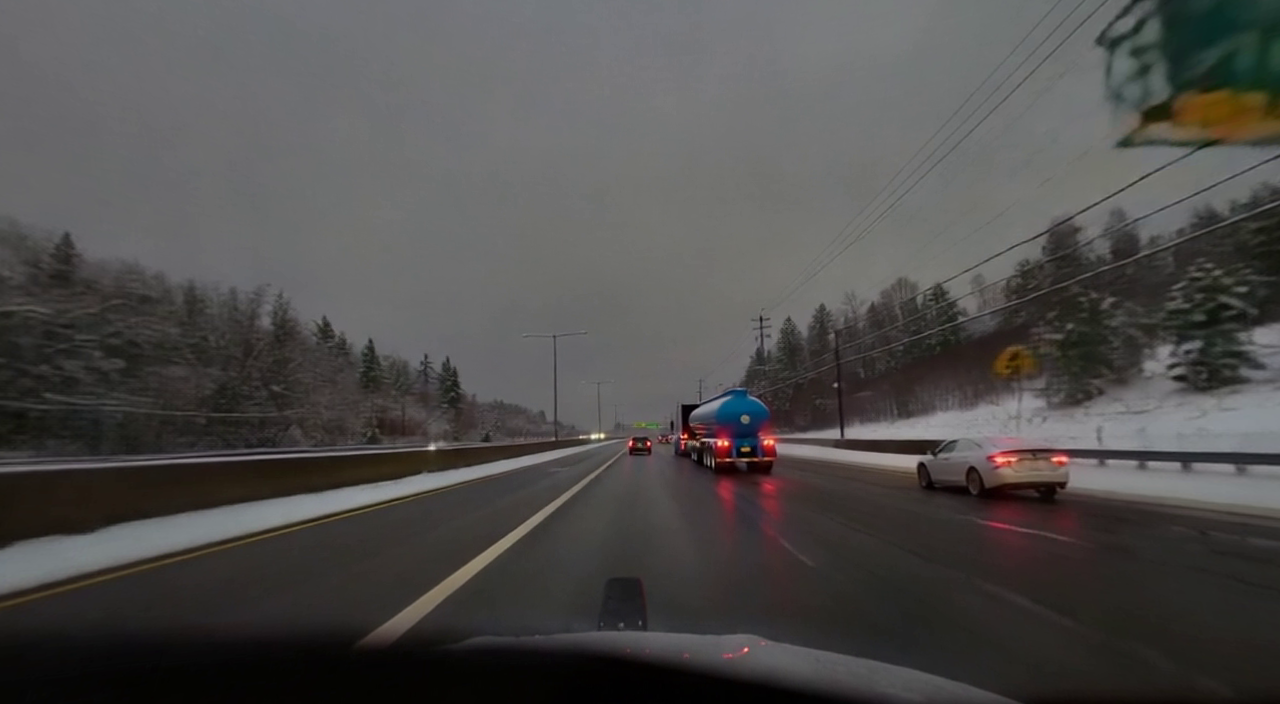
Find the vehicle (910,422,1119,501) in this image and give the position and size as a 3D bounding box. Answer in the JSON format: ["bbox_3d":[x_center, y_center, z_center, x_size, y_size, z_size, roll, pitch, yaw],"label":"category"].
[{"bbox_3d":[8.110,2.422,14.319,1.905,1.480,4.624,0,-8,0],"label":"vehicle"}]

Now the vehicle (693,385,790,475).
[{"bbox_3d":[3.940,3.350,26.471,2.791,3.179,8.074,0,-8,1],"label":"vehicle"}]
